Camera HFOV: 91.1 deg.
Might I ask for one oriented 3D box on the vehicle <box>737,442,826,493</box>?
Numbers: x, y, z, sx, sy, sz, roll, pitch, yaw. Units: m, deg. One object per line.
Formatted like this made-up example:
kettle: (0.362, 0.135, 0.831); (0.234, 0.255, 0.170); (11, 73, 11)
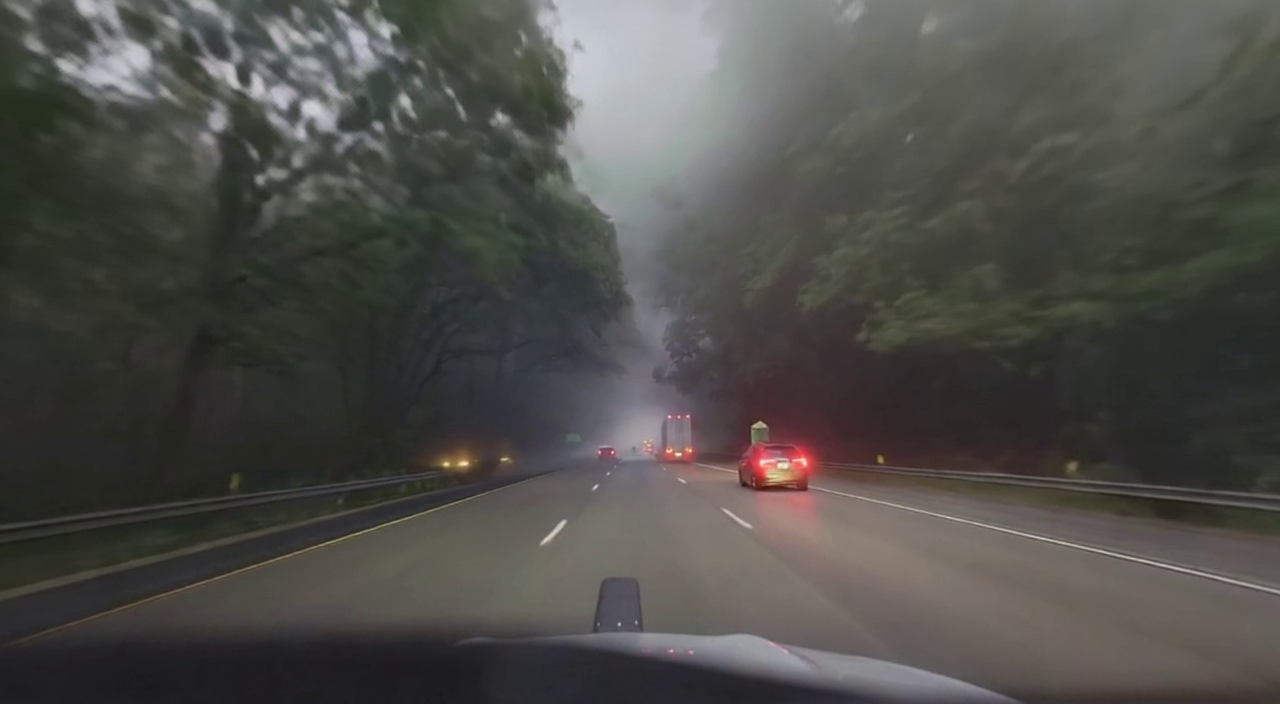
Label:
vehicle: (4.529, 3.739, 20.670); (1.910, 1.474, 3.776); (0, -9, -2)
